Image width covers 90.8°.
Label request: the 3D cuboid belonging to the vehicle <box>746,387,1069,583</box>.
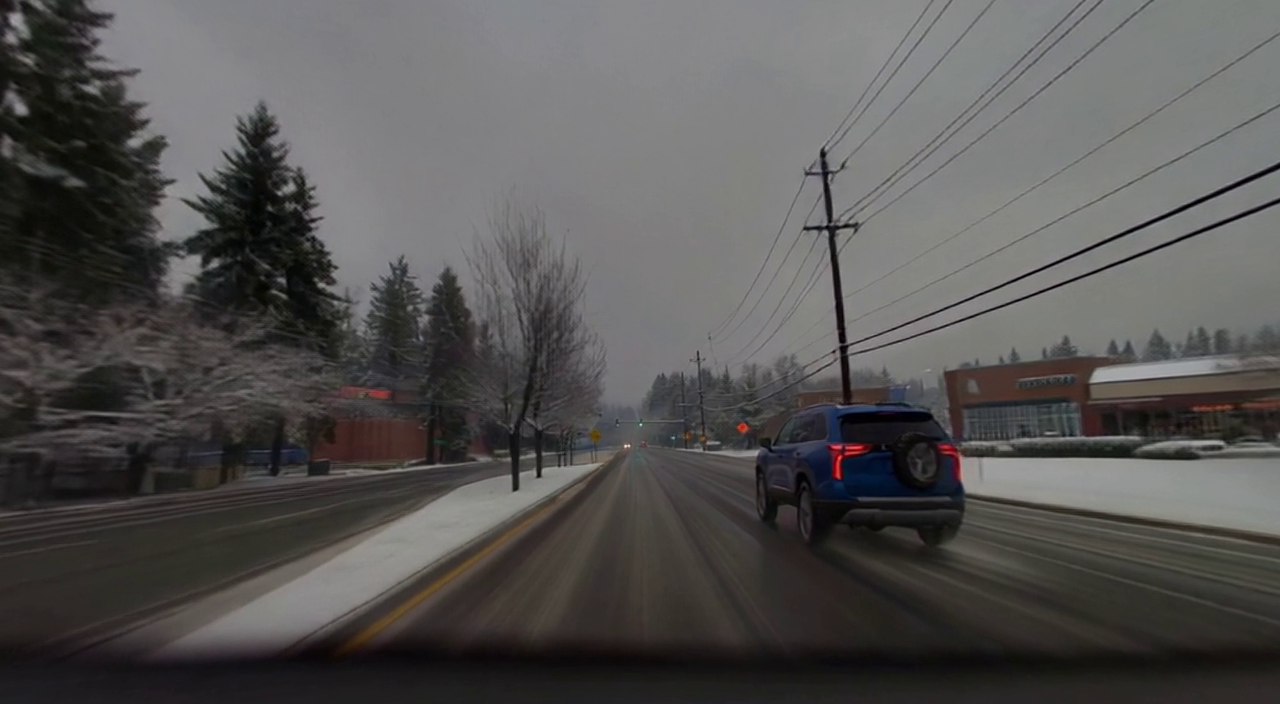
[{"bbox_3d":[2.904,1.587,8.324,2.060,1.820,4.713,0,-9,-1],"label":"vehicle"}]
